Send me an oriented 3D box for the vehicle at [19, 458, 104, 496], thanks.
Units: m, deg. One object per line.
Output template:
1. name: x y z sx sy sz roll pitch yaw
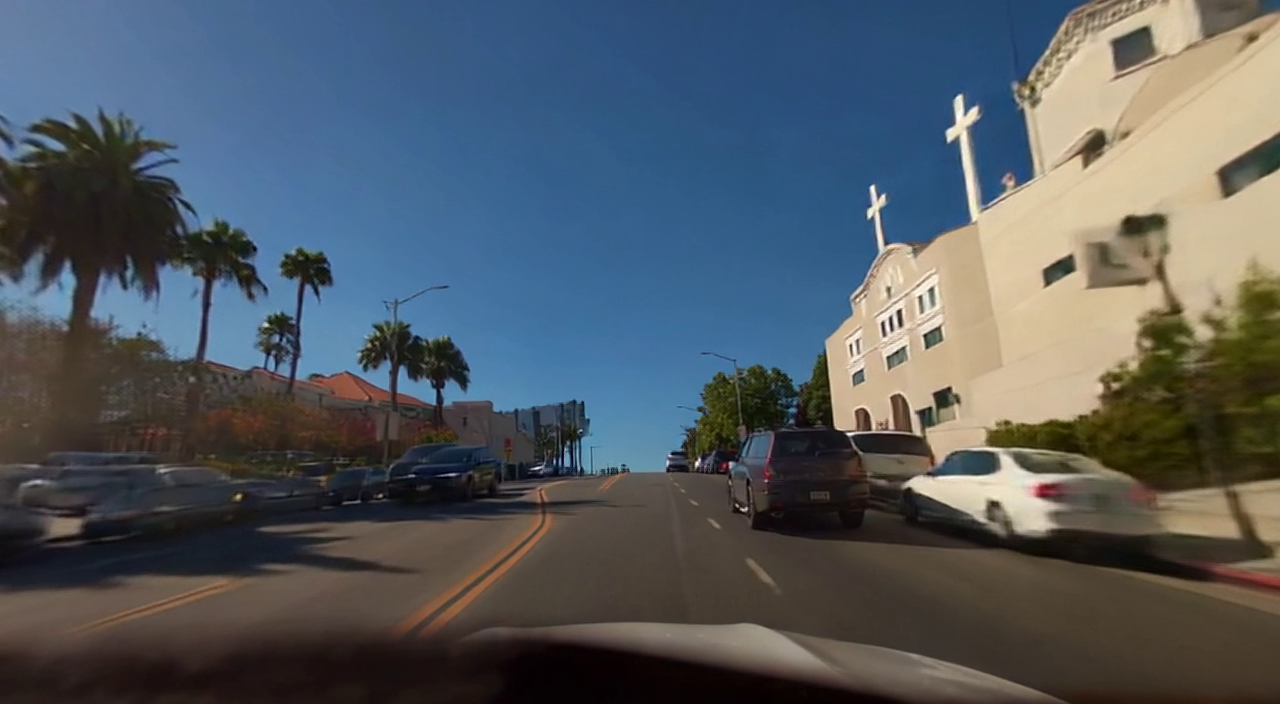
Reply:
1. vehicle: -28.777 6.163 31.431 3.808 1.723 2.008 -6 -10 32

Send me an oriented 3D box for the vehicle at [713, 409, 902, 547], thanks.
1. vehicle: 2.545 2.053 10.884 1.995 1.858 4.333 0 -9 -1

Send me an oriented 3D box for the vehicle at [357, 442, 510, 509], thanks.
1. vehicle: -5.118 3.120 16.570 2.153 1.469 4.939 -1 -9 2

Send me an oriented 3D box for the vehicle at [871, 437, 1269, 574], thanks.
1. vehicle: 5.450 1.991 9.229 2.166 1.399 5.177 0 -9 0

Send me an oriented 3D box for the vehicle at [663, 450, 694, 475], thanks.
1. vehicle: 2.820 8.039 46.149 2.196 1.655 3.939 -1 -9 4

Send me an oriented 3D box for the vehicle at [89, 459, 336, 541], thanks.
1. vehicle: -8.772 3.051 13.637 1.921 1.340 4.655 -1 -9 3
